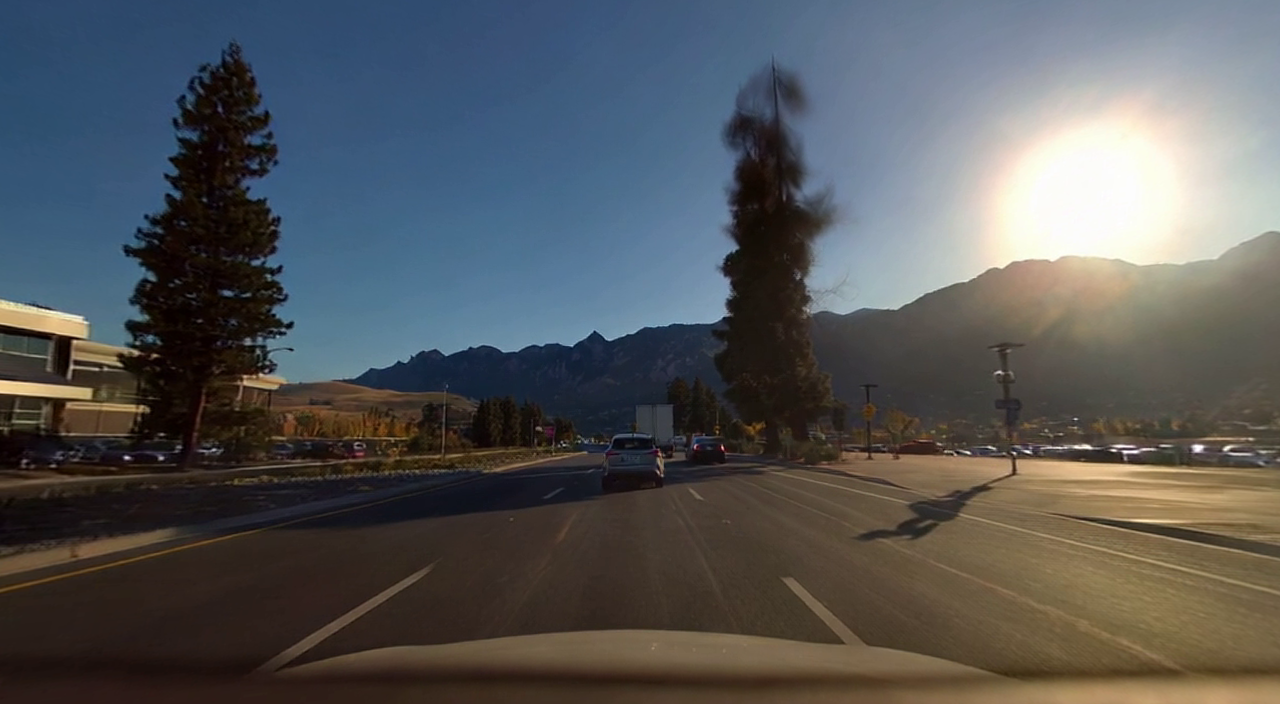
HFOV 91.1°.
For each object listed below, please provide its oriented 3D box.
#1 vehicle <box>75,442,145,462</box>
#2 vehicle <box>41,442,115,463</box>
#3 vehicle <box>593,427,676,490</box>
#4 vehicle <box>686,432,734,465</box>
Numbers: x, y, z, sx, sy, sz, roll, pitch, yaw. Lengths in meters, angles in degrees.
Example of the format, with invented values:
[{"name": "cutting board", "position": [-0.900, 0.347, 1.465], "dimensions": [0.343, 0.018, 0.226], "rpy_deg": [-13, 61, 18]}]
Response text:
[{"name": "vehicle", "position": [-37.249, 7.010, 44.184], "dimensions": [3.325, 1.360, 1.590], "rpy_deg": [3, -9, -22]}, {"name": "vehicle", "position": [-36.887, 6.607, 41.270], "dimensions": [3.245, 1.338, 1.536], "rpy_deg": [4, -9, -25]}, {"name": "vehicle", "position": [-0.174, 3.078, 18.462], "dimensions": [2.193, 1.651, 3.946], "rpy_deg": [0, -8, -1]}, {"name": "vehicle", "position": [3.727, 5.214, 34.151], "dimensions": [2.088, 1.655, 4.360], "rpy_deg": [0, -8, -1]}]
